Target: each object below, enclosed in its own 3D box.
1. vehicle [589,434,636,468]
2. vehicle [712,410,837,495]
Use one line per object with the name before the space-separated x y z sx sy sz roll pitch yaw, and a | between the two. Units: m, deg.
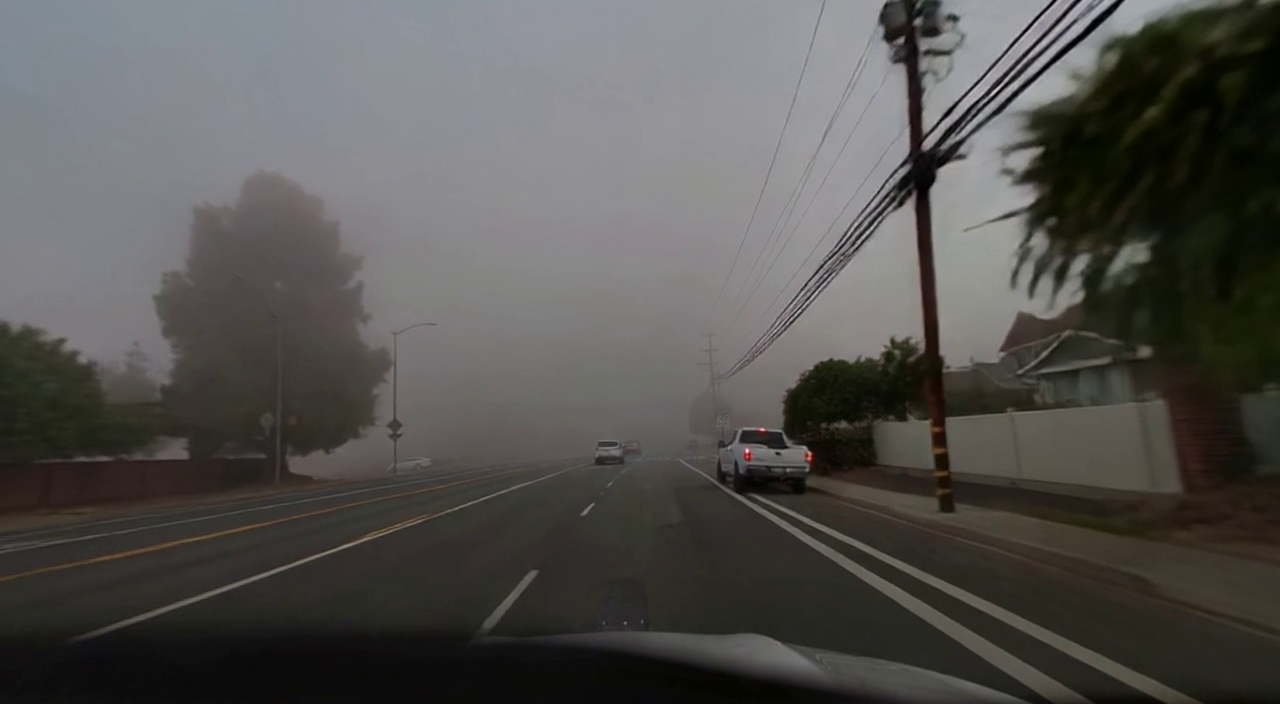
vehicle | -1.554 5.871 37.593 2.327 1.861 4.941 -1 -9 2
vehicle | 3.917 3.113 19.788 2.622 2.137 6.267 2 -9 1
